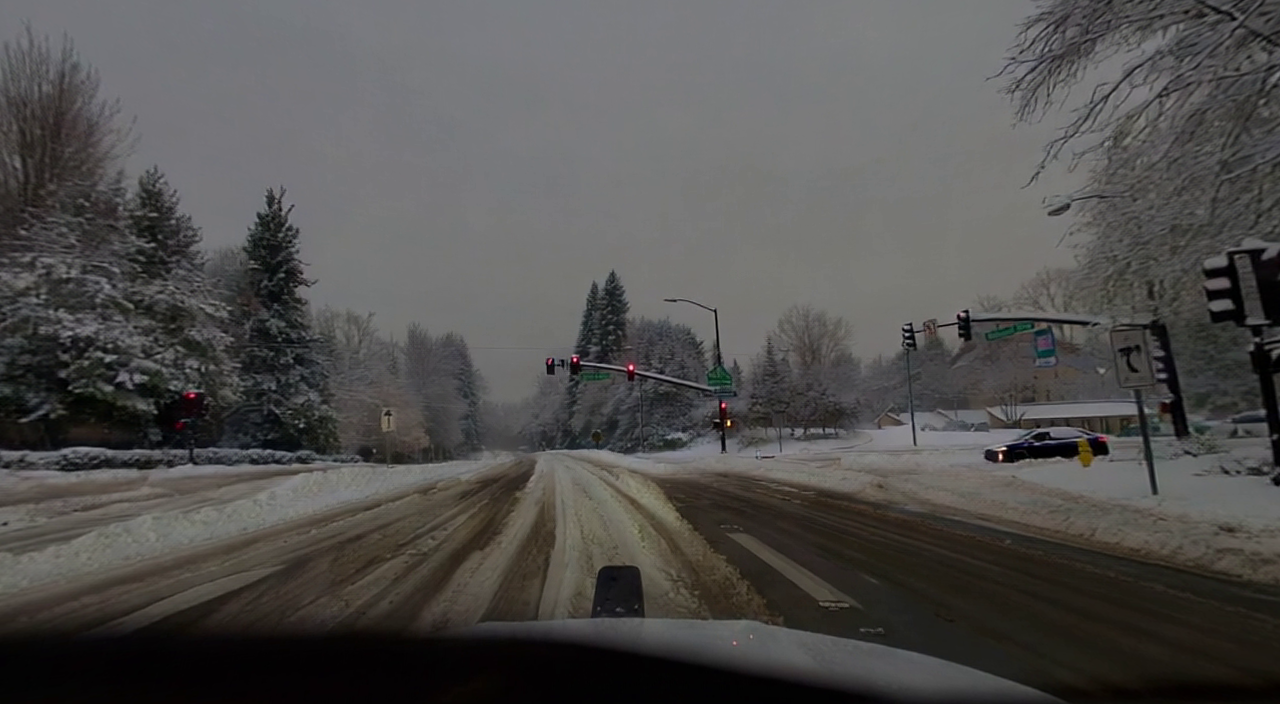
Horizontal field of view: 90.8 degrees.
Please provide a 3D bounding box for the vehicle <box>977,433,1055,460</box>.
[{"bbox_3d":[26.964,6.736,45.259,5.032,1.828,2.183,4,-9,-24],"label":"vehicle"}]

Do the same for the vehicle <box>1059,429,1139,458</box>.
[{"bbox_3d":[36.150,7.202,49.673,6.148,2.119,2.473,4,-10,-28],"label":"vehicle"}]

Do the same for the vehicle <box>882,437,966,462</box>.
[{"bbox_3d":[18.712,6.432,41.622,5.234,1.549,1.982,4,-9,-24],"label":"vehicle"}]
